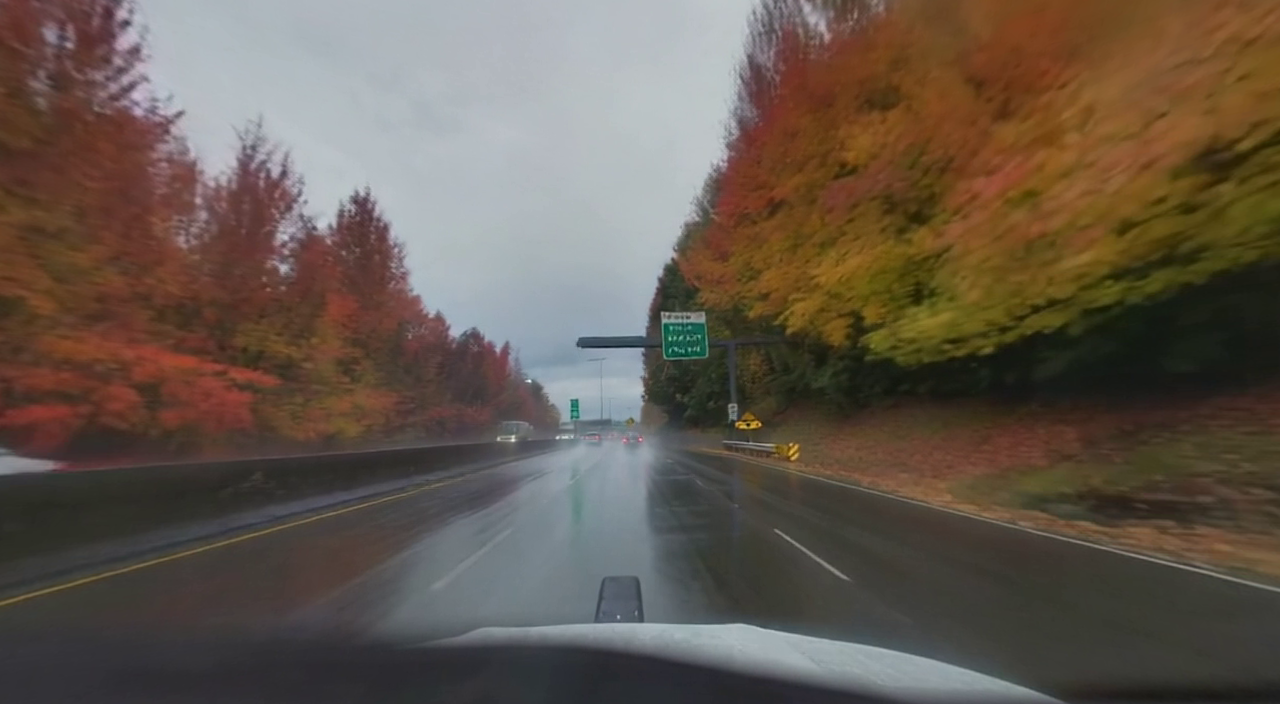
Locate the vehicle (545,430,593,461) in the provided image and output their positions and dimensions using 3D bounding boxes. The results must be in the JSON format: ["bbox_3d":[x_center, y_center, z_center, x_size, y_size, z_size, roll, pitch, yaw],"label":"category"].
[{"bbox_3d":[-3.592,4.828,32.655,1.989,1.497,4.645,0,-8,0],"label":"vehicle"}]

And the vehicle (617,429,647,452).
[{"bbox_3d":[-0.603,6.398,45.470,2.054,1.609,3.859,0,-8,-1],"label":"vehicle"}]

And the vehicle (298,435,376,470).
[{"bbox_3d":[-15.471,5.113,32.352,1.923,1.674,4.216,0,-8,0],"label":"vehicle"}]
